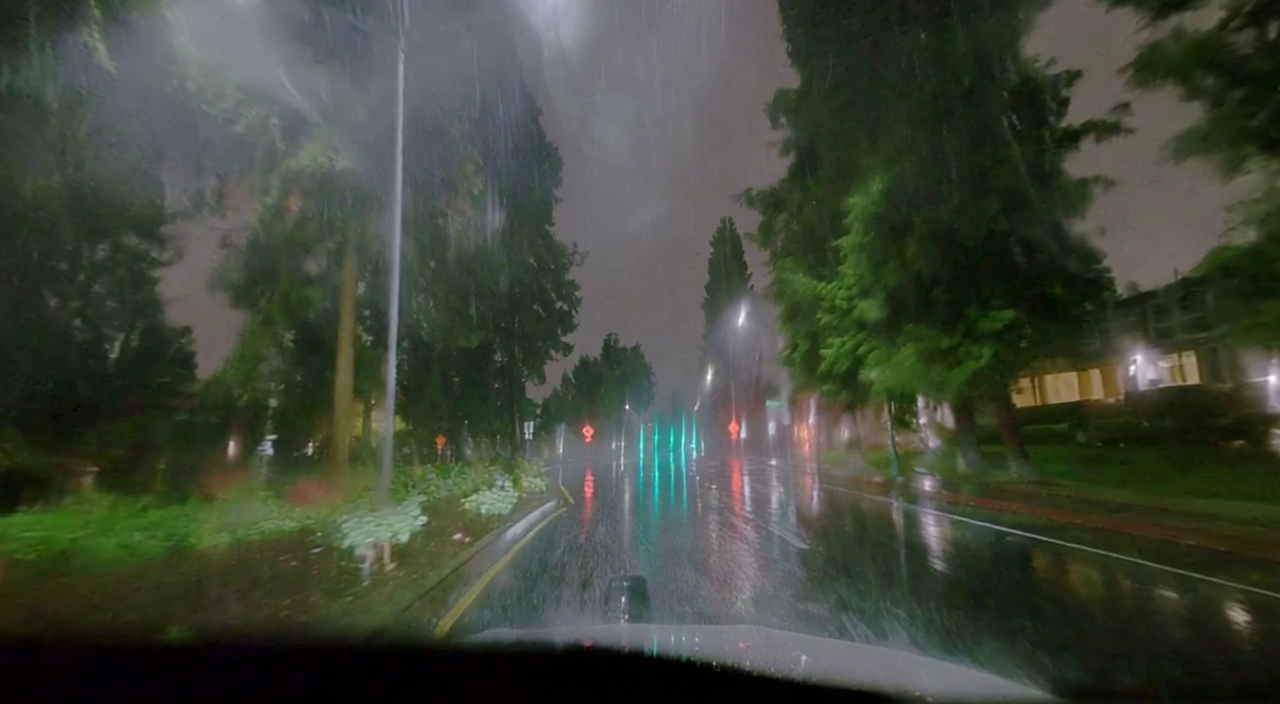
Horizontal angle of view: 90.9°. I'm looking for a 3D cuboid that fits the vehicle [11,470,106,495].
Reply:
[{"bbox_3d":[-39.567,8.850,43.042,1.896,1.408,4.446,0,-9,7],"label":"vehicle"}]
